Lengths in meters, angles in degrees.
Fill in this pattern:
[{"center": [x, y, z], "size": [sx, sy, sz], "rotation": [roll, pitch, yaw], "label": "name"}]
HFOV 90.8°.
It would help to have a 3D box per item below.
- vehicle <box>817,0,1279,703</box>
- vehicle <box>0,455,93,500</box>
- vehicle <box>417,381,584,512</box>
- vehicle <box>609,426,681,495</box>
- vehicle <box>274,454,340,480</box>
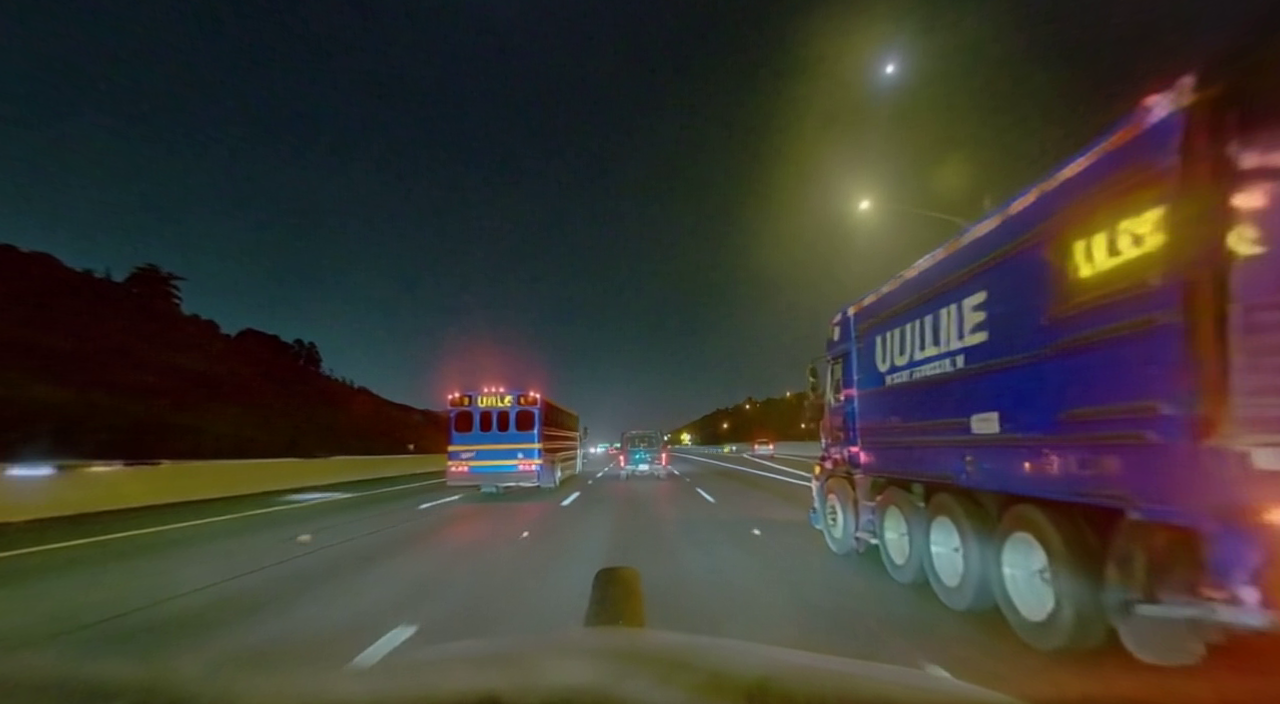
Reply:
[{"center": [4.140, 0.281, 5.821], "size": [3.050, 3.810, 6.889], "rotation": [-1, -8, 1], "label": "vehicle"}, {"center": [-24.657, 4.886, 24.794], "size": [2.031, 1.572, 4.783], "rotation": [-1, -9, 0], "label": "vehicle"}, {"center": [-3.585, 2.769, 18.663], "size": [2.947, 3.009, 7.991], "rotation": [-1, -8, 1], "label": "vehicle"}, {"center": [0.119, 3.445, 20.377], "size": [2.037, 1.929, 4.343], "rotation": [0, -8, -1], "label": "vehicle"}, {"center": [-21.085, 7.252, 40.131], "size": [1.832, 1.462, 4.285], "rotation": [0, -8, 0], "label": "vehicle"}]
